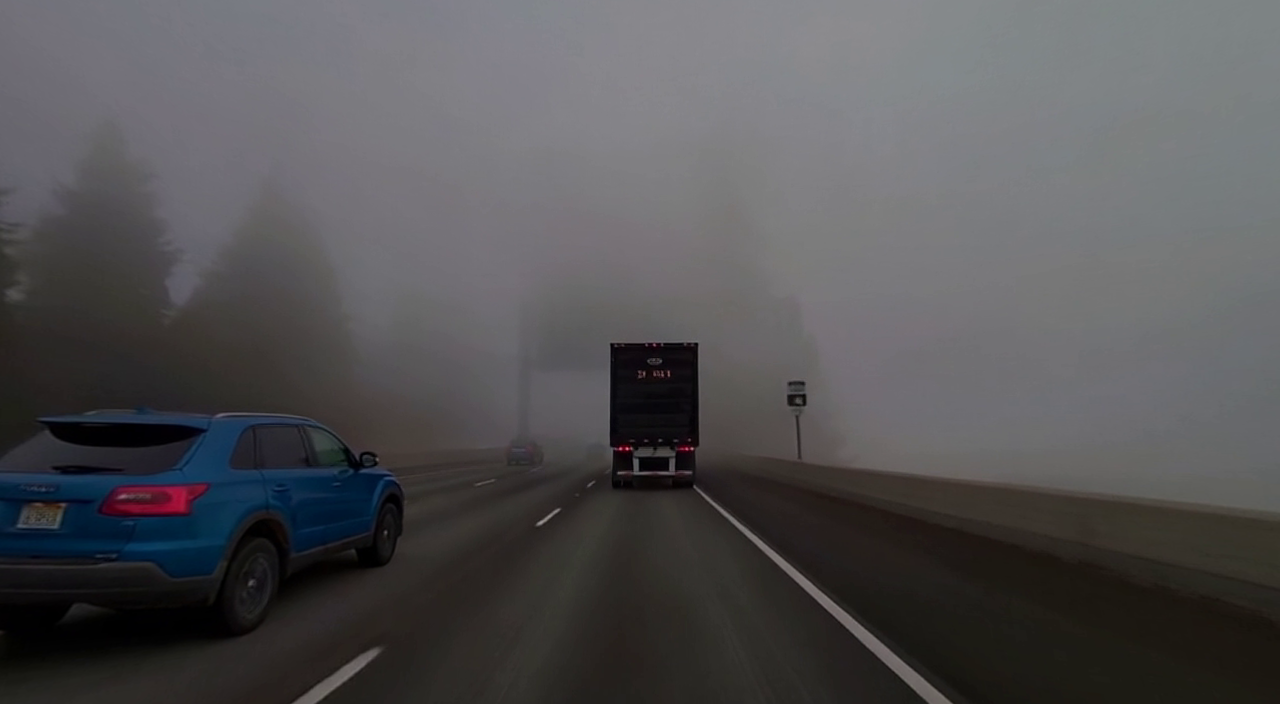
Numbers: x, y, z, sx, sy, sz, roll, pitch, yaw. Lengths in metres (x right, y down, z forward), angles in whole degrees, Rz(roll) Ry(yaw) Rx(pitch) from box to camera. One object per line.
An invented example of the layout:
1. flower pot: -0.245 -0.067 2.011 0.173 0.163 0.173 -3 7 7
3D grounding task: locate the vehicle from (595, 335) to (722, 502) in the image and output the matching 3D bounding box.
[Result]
1. vehicle: 0.452 2.287 19.823 2.870 3.841 10.653 0 -8 0

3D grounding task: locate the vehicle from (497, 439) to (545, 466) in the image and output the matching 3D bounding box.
1. vehicle: -6.789 5.789 36.444 1.882 1.451 4.416 0 -8 1

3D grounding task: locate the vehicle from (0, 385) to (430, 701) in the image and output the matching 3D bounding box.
1. vehicle: -3.679 1.330 5.569 2.077 1.671 4.249 0 -8 1
